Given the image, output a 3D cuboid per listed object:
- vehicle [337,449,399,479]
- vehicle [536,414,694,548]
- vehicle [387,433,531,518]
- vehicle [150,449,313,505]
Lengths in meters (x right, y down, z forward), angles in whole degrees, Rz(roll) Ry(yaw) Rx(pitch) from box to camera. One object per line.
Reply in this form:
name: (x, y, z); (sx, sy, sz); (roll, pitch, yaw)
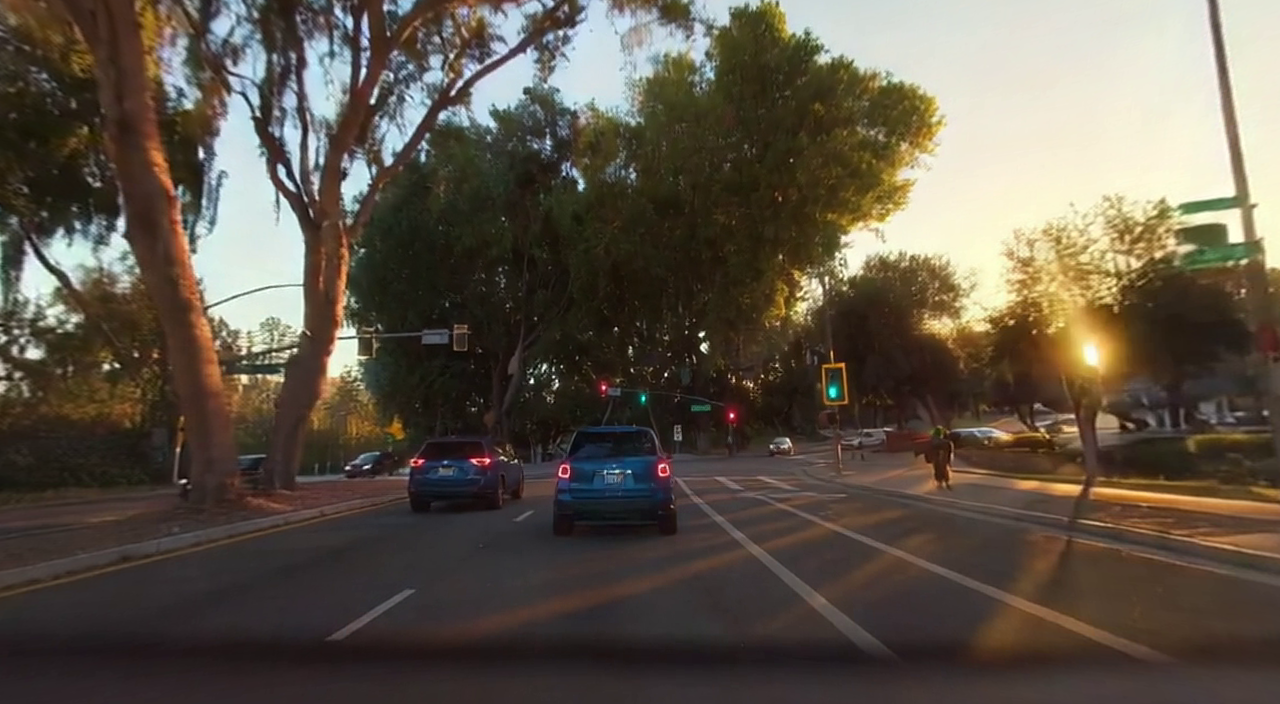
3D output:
vehicle: (-16.266, 6.680, 38.017); (1.932, 1.673, 4.216); (0, -8, -1)
vehicle: (-0.342, 2.111, 11.104); (2.131, 1.793, 5.016); (0, -8, 0)
vehicle: (-3.996, 2.787, 14.845); (2.009, 1.673, 4.454); (0, -8, 0)
vehicle: (-12.386, 3.769, 19.615); (1.935, 1.488, 4.611); (0, -8, 0)
